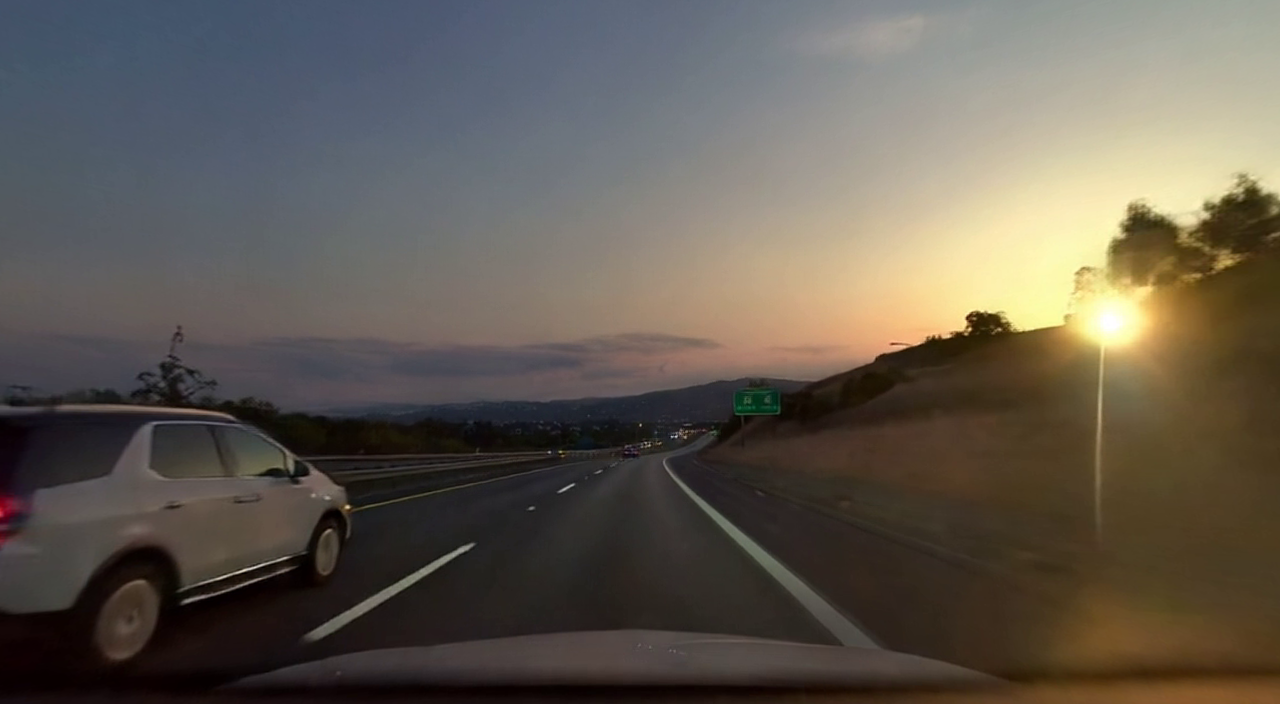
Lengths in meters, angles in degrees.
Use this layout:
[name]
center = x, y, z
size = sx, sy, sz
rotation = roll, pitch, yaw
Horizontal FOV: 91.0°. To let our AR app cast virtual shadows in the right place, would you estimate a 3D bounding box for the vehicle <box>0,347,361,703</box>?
[vehicle]
center = -4.165, 1.082, 4.406
size = 2.193, 1.771, 4.757
rotation = 0, -9, 1
